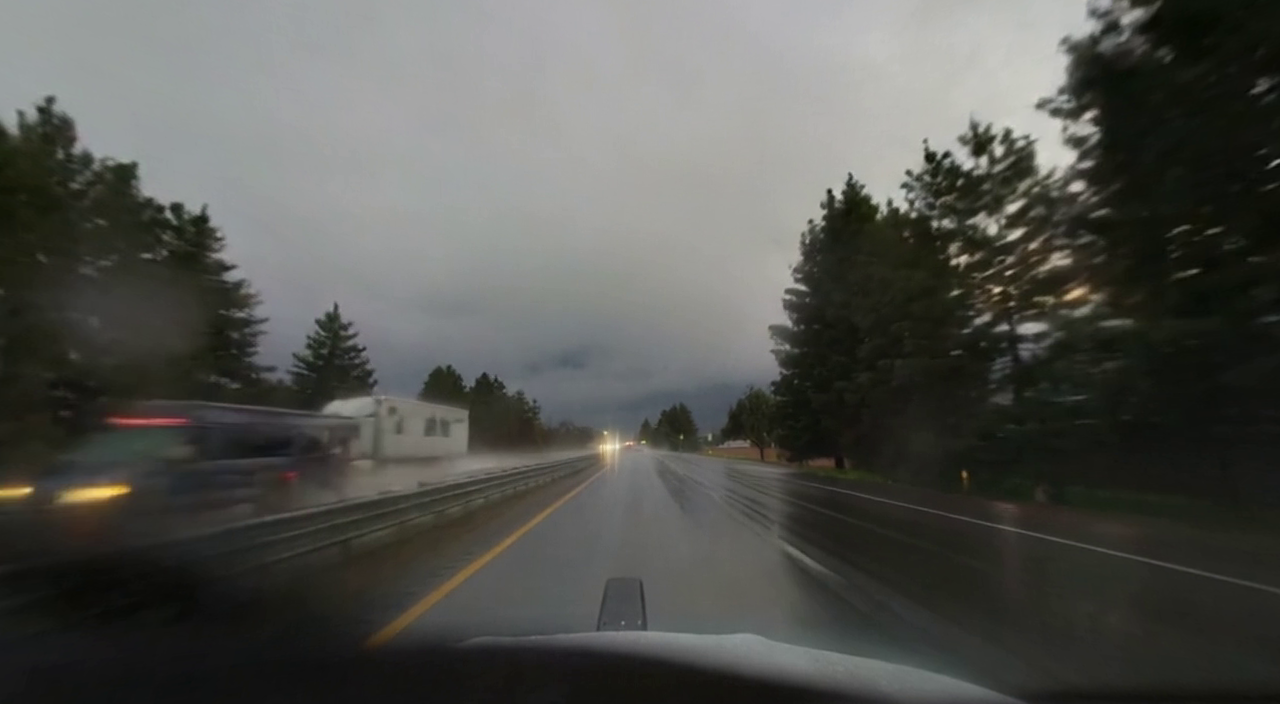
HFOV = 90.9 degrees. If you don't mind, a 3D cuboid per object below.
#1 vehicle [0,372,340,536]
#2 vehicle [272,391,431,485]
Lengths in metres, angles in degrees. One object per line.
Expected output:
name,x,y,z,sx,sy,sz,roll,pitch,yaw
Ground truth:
vehicle,-9.554,2.170,13.759,2.233,2.593,7.395,0,-9,1
vehicle,-13.474,4.288,30.883,2.962,3.836,10.189,0,-9,0
